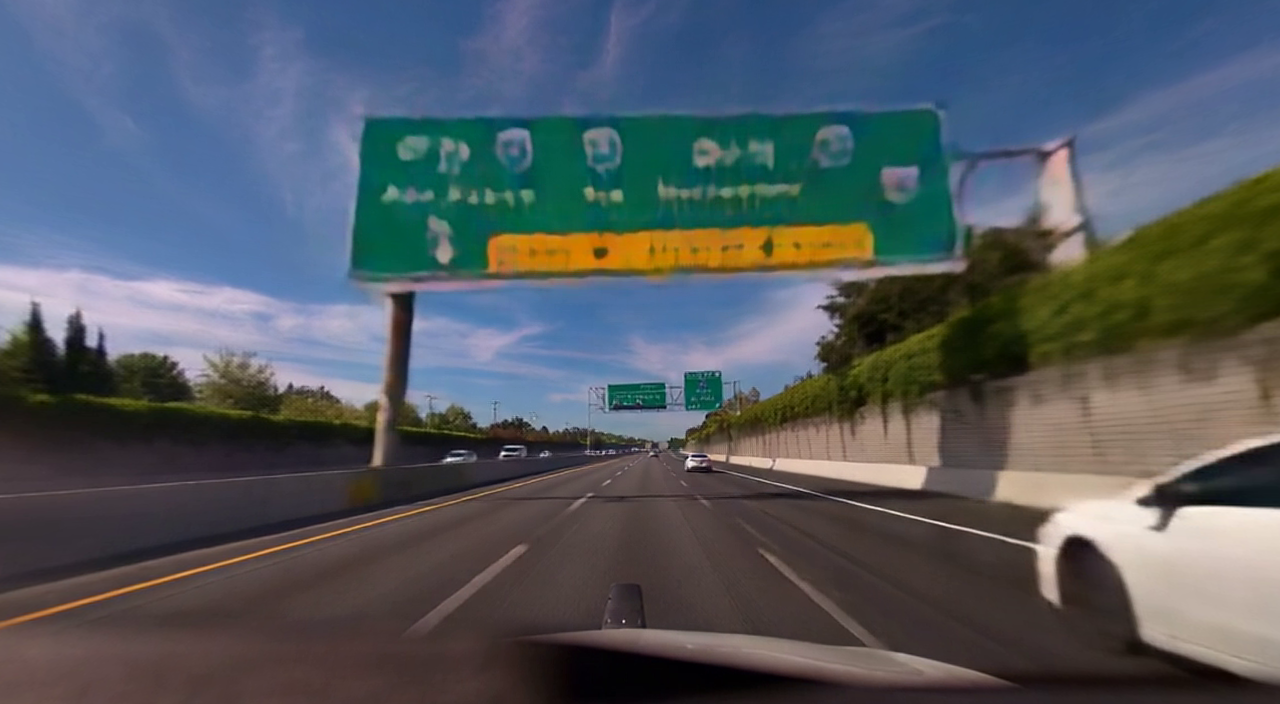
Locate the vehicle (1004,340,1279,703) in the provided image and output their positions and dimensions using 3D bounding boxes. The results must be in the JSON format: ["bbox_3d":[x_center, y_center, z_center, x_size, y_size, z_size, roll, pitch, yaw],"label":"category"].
[{"bbox_3d":[3.436,0.667,1.564,1.980,1.674,5.118,0,-9,0],"label":"vehicle"}]

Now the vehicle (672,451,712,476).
[{"bbox_3d":[3.095,6.750,38.335,2.065,1.400,4.028,0,-9,0],"label":"vehicle"}]
